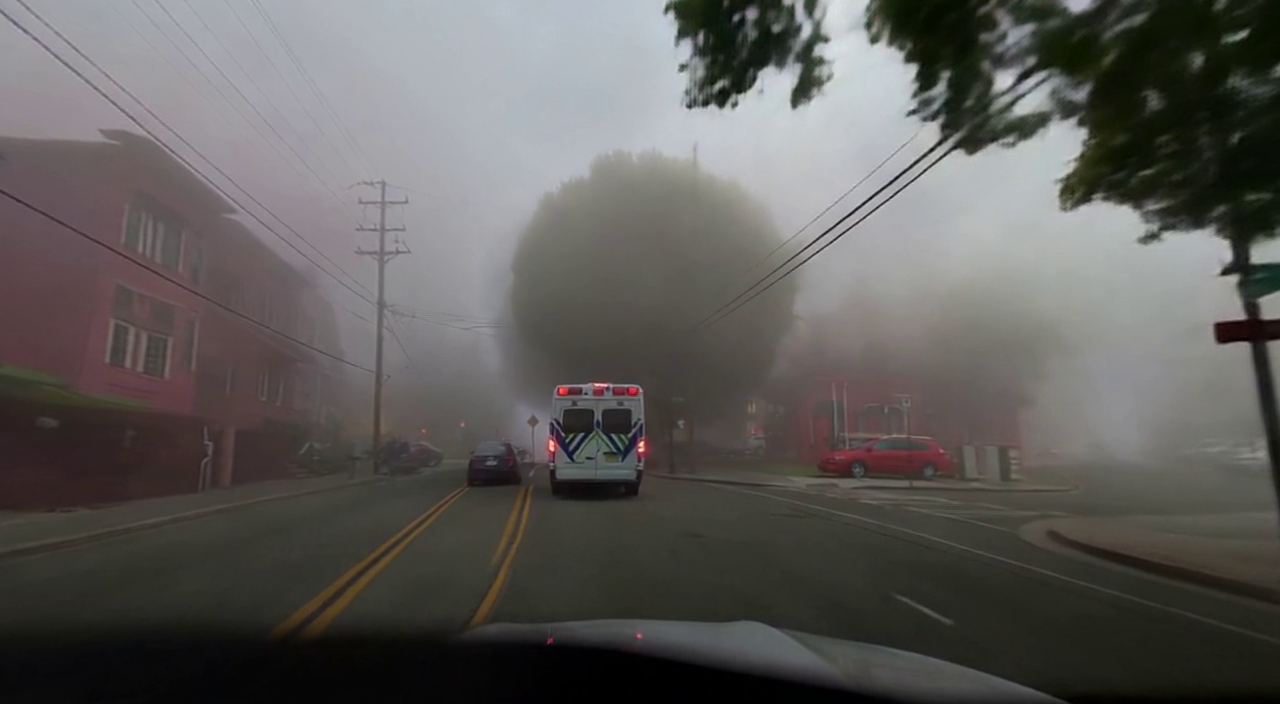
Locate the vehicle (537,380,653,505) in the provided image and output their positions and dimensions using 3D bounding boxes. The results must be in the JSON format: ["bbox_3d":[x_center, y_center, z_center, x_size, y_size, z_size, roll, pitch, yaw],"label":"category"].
[{"bbox_3d":[-1.105,2.313,16.245,2.444,2.640,5.482,0,-8,-3],"label":"vehicle"}]

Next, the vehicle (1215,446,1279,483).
[{"bbox_3d":[29.966,5.268,29.851,1.899,1.635,4.603,-2,-8,12],"label":"vehicle"}]

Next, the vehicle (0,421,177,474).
[{"bbox_3d":[-19.999,3.318,21.709,5.910,1.681,2.579,1,-11,-8],"label":"vehicle"}]

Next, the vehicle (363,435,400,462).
[{"bbox_3d":[-18.491,6.877,45.128,2.290,1.776,4.947,3,-9,-23],"label":"vehicle"}]

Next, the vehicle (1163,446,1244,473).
[{"bbox_3d":[36.850,7.033,41.452,2.114,1.588,3.888,-4,-9,11],"label":"vehicle"}]

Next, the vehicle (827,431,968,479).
[{"bbox_3d":[11.268,4.553,28.057,5.270,1.966,2.329,-1,-8,7],"label":"vehicle"}]

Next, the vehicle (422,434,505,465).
[{"bbox_3d":[-11.011,6.071,39.462,4.502,1.810,2.056,-3,-9,16],"label":"vehicle"}]
